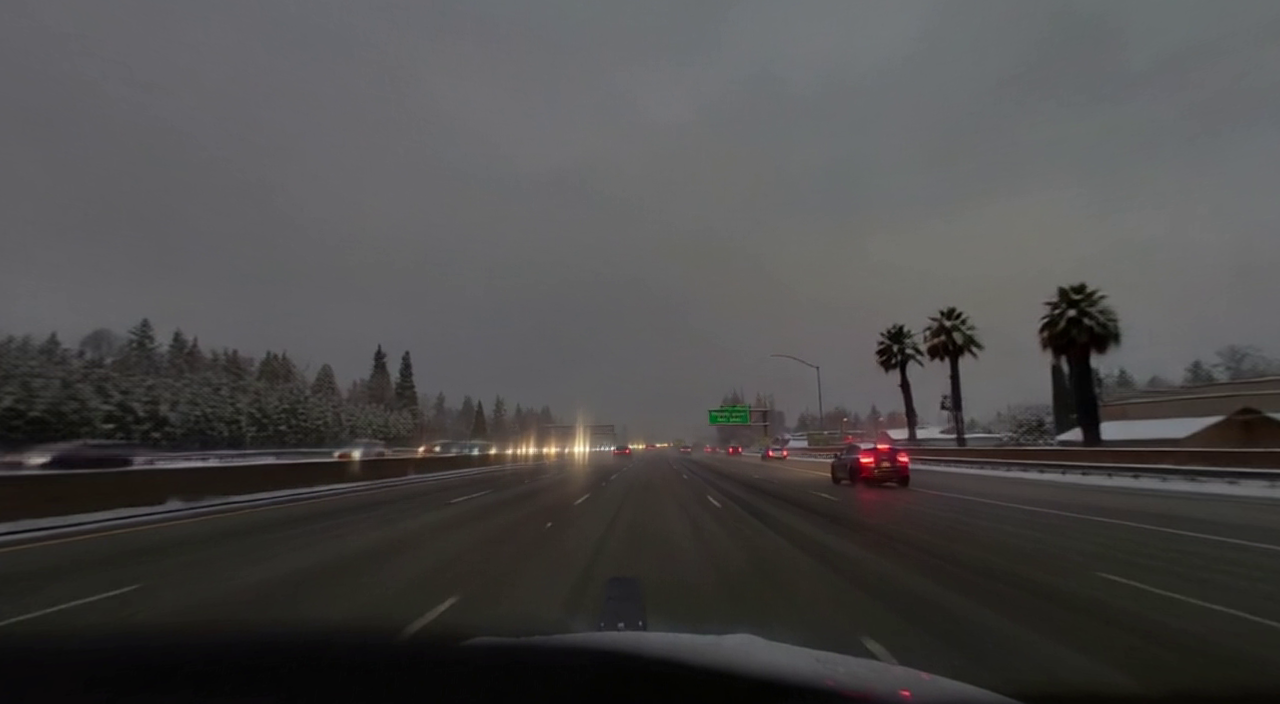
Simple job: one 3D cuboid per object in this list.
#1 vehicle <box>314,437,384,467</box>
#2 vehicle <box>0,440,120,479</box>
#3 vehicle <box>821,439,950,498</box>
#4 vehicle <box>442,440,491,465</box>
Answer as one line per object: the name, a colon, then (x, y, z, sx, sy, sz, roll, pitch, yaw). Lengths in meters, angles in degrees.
vehicle: (-18.018, 6.231, 39.333, 1.989, 1.730, 4.718, 0, -8, 1)
vehicle: (-25.158, 4.533, 26.950, 1.835, 1.501, 4.527, 0, -8, 2)
vehicle: (7.255, 3.460, 19.241, 2.071, 1.543, 4.702, 0, -8, 1)
vehicle: (-11.542, 6.700, 42.259, 1.919, 1.588, 4.354, -1, -8, 3)
